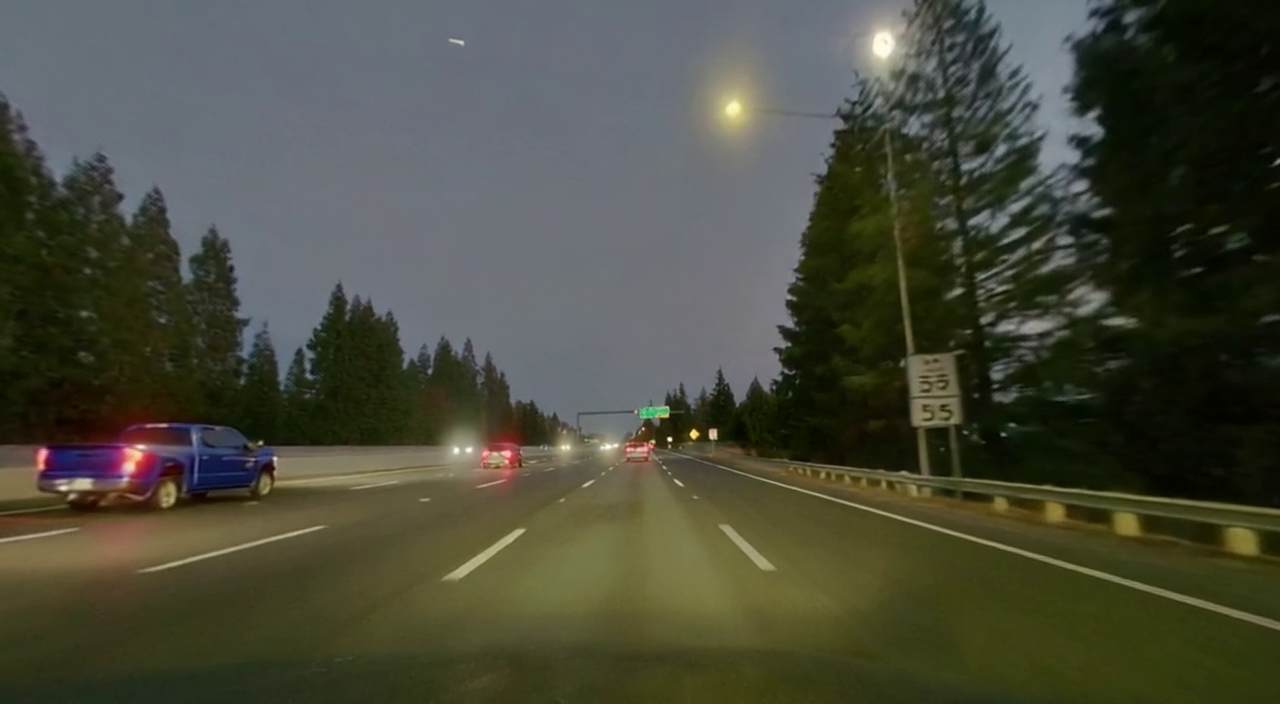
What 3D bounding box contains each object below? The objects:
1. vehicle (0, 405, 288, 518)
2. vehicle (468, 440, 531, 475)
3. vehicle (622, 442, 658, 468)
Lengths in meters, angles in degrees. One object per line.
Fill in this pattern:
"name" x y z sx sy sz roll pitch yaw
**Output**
"vehicle" -10.774 2.349 14.065 2.347 1.984 5.778 0 -8 2
"vehicle" -6.542 4.949 29.840 1.919 1.499 4.234 0 -8 1
"vehicle" 0.056 6.102 37.511 1.984 1.471 4.202 0 -8 2
